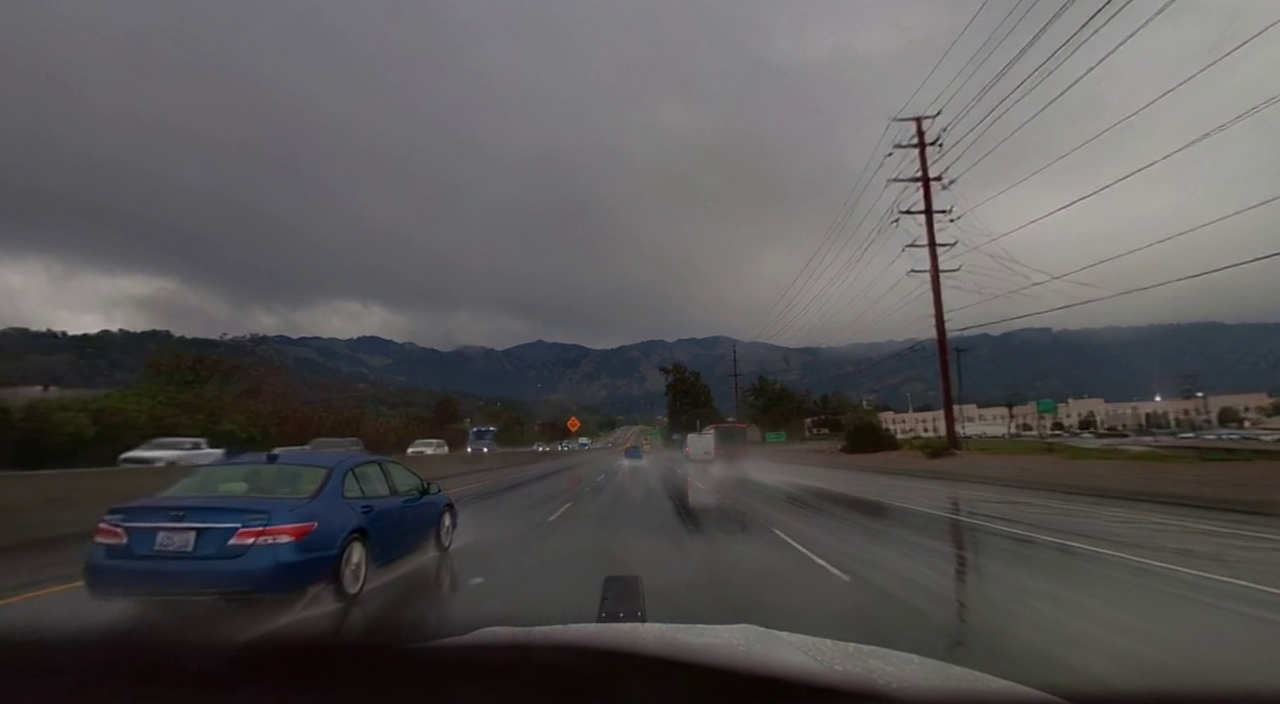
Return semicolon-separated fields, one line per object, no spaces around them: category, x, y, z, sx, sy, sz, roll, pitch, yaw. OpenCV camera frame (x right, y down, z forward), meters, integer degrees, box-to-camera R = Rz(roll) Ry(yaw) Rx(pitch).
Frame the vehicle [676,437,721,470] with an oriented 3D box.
vehicle;3.393;6.018;37.474;2.036;1.796;4.470;0;-9;-2

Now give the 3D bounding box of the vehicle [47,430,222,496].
vehicle;-21.097;4.643;26.874;2.354;2.455;5.986;0;-9;1

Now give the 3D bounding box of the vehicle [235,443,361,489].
vehicle;-13.734;4.592;25.853;2.059;1.632;5.389;0;-9;1

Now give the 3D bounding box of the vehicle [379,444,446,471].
vehicle;-13.506;6.312;37.884;2.057;1.477;5.327;0;-9;0
